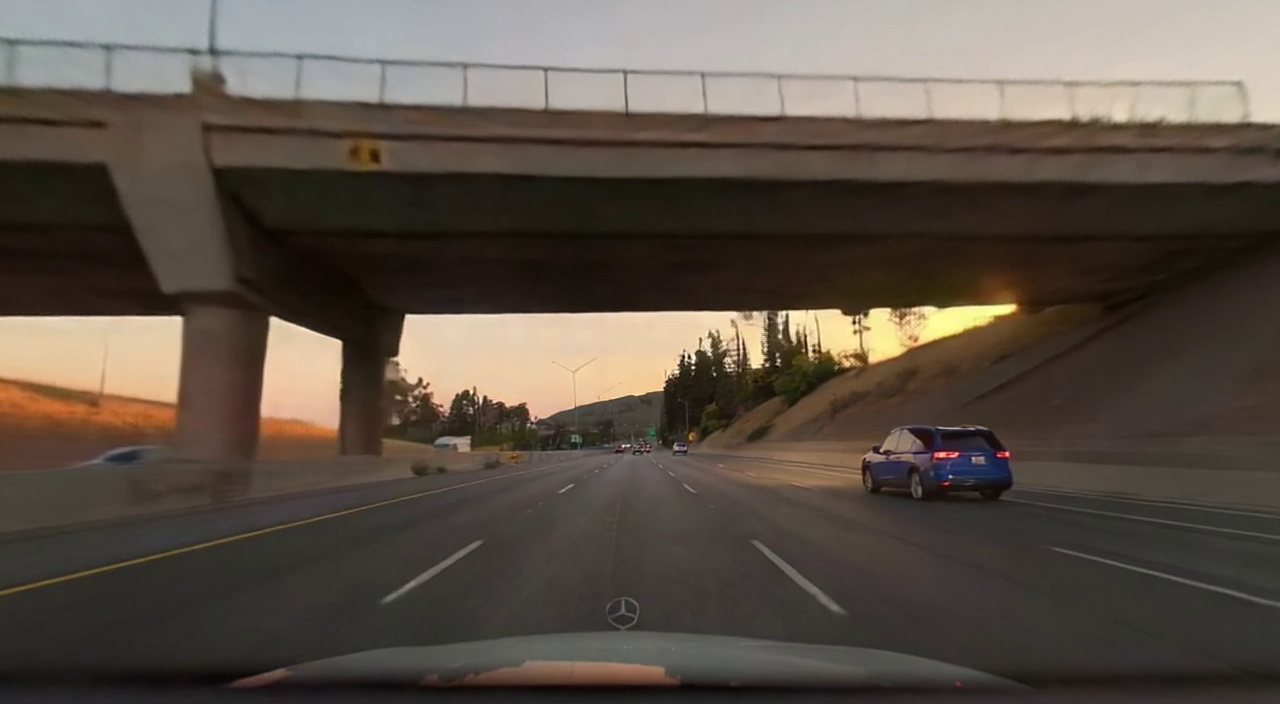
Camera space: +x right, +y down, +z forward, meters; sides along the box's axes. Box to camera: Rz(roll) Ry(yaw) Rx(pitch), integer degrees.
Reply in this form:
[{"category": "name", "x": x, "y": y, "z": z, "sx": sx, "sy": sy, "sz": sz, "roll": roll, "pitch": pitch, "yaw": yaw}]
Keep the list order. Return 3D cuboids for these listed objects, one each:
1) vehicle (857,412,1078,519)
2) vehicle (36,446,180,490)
[{"category": "vehicle", "x": 6.705, "y": 2.387, "z": 13.735, "sx": 2.222, "sy": 1.899, "sz": 4.595, "roll": 0, "pitch": -8, "yaw": -1}, {"category": "vehicle", "x": -25.964, "y": 5.621, "z": 31.197, "sx": 2.307, "sy": 1.950, "sz": 5.571, "roll": 0, "pitch": -8, "yaw": -1}]
